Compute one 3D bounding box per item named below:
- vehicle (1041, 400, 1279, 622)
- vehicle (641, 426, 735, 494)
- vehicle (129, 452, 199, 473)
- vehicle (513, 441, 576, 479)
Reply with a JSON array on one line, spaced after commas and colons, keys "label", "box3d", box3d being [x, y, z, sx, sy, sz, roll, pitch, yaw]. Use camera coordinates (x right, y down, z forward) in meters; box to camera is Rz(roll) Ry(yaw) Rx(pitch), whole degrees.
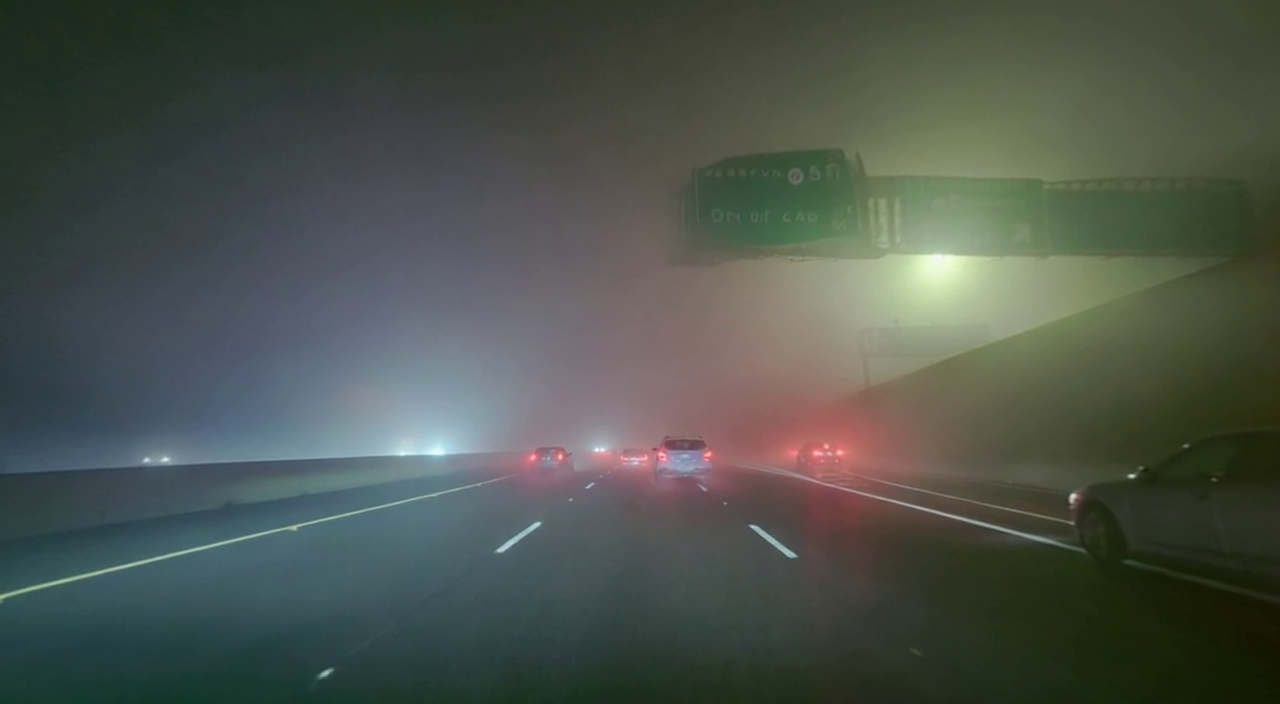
[{"label": "vehicle", "box3d": [5.843, 1.269, 5.228, 2.055, 1.656, 4.370, 0, -8, -1]}, {"label": "vehicle", "box3d": [1.243, 3.123, 18.467, 2.202, 1.748, 4.158, 1, -8, -3]}, {"label": "vehicle", "box3d": [-37.248, 8.648, 49.436, 1.780, 1.529, 4.627, 0, -8, 1]}, {"label": "vehicle", "box3d": [-4.020, 4.629, 27.262, 2.031, 1.491, 4.145, 0, -8, 1]}]
